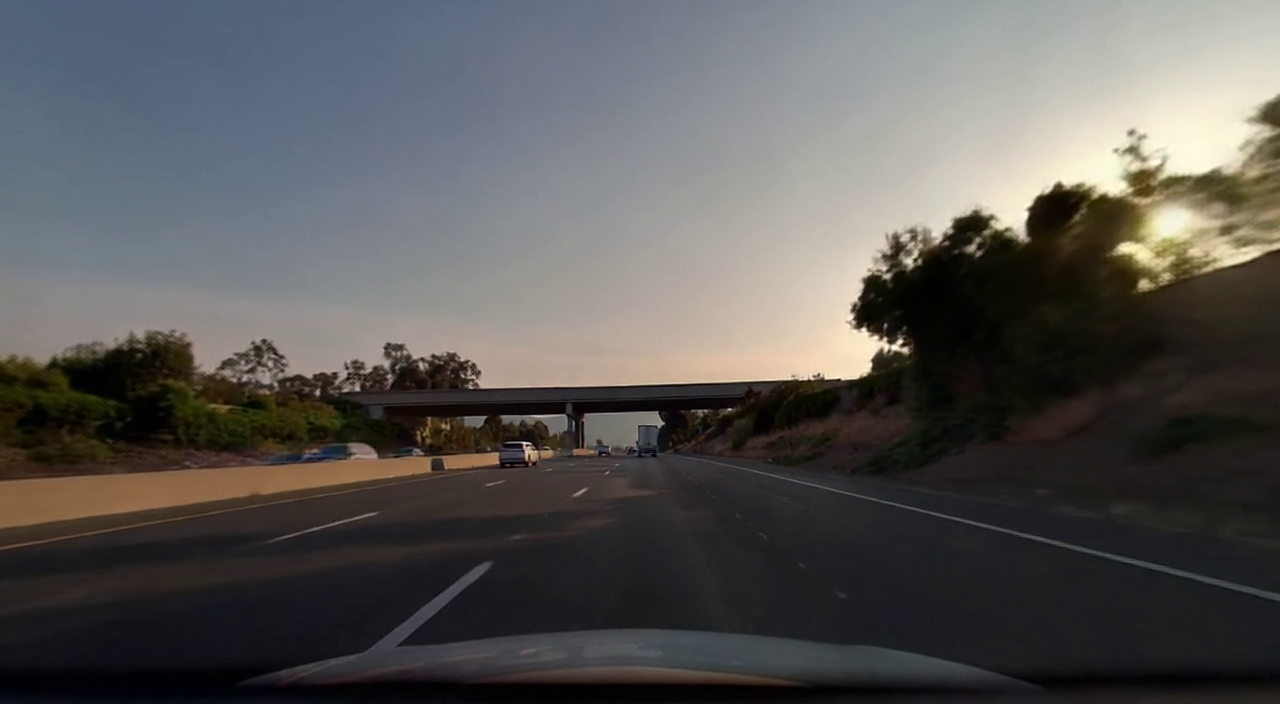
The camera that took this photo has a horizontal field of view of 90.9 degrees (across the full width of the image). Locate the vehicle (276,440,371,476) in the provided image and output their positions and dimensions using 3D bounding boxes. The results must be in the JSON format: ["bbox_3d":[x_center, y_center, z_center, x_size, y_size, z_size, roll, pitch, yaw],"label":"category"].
[{"bbox_3d":[-16.657,5.569,33.567,2.127,1.727,5.447,0,-8,1],"label":"vehicle"}]

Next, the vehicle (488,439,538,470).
[{"bbox_3d":[-7.261,5.880,36.474,1.981,1.685,4.171,0,-8,1],"label":"vehicle"}]
